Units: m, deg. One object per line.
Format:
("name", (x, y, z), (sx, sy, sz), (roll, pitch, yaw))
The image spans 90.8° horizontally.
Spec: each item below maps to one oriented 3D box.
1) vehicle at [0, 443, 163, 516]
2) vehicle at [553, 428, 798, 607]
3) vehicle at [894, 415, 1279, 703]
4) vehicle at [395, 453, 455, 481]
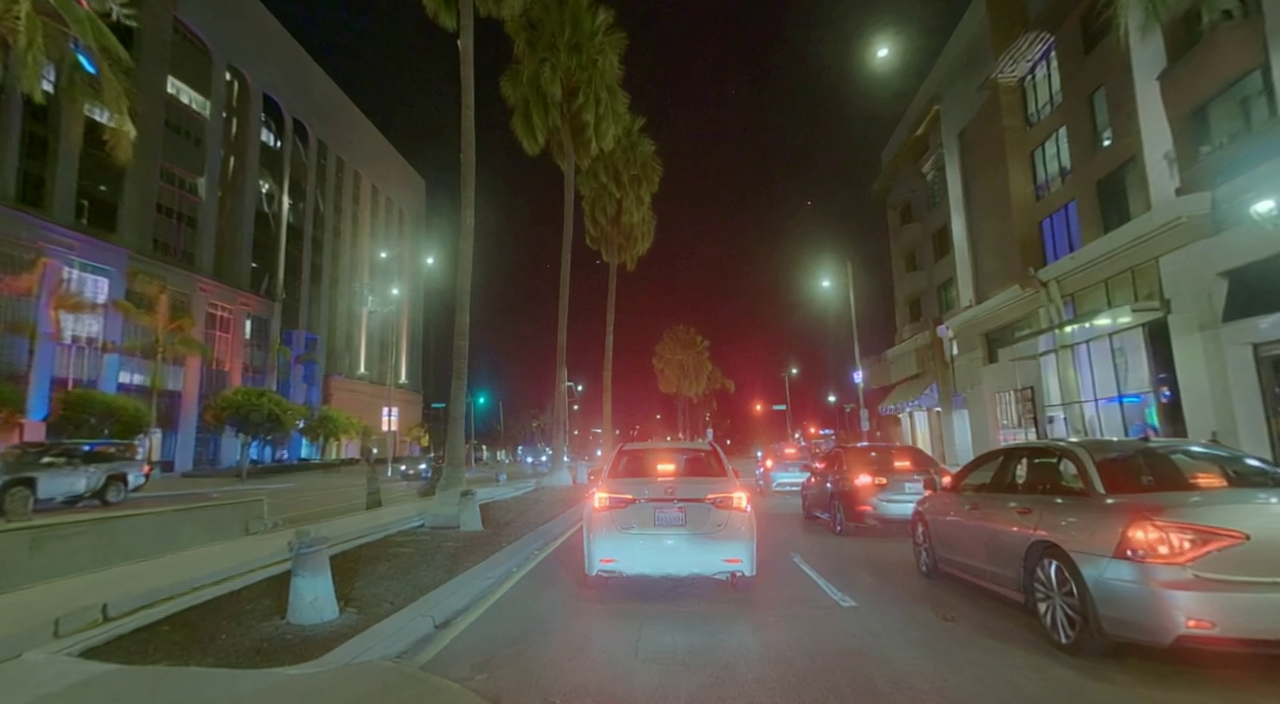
("vehicle", (-17.430, 3.642, 18.585), (2.247, 1.868, 5.132), (-2, -9, 9))
("vehicle", (0.336, 1.697, 7.300), (2.078, 1.503, 3.681), (0, -9, 1))
("vehicle", (3.640, 1.298, 4.578), (1.913, 1.469, 4.425), (-1, -9, 3))
("vehicle", (-13.468, 7.195, 39.779), (1.801, 1.563, 4.015), (-2, -9, 9))
